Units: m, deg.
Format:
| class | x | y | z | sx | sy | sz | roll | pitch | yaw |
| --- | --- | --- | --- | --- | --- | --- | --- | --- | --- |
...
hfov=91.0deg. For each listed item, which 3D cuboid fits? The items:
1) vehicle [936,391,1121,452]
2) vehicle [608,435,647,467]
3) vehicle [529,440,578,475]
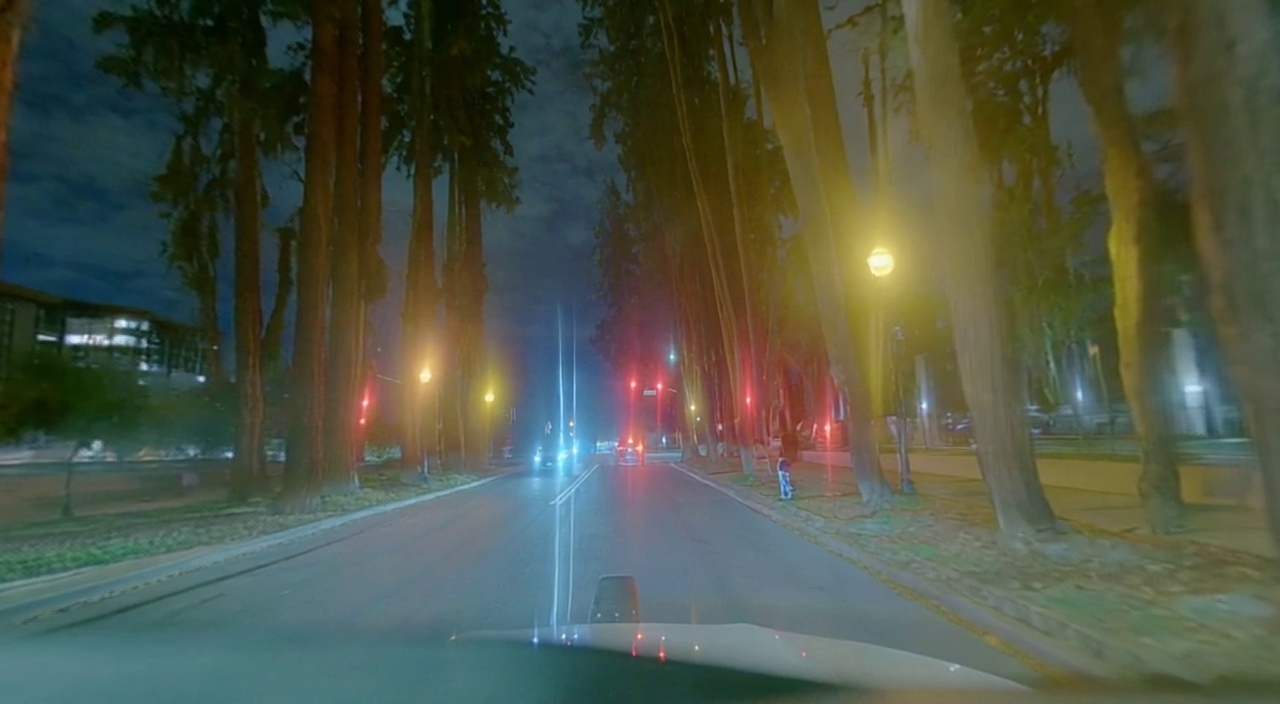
| class | x | y | z | sx | sy | sz | roll | pitch | yaw |
| --- | --- | --- | --- | --- | --- | --- | --- | --- | --- |
| vehicle | 11.999 | 2.184 | 19.727 | 4.349 | 1.462 | 1.982 | -5 | -7 | 6 |
| vehicle | -0.653 | 5.651 | 36.106 | 2.142 | 1.686 | 3.816 | -1 | -8 | 1 |
| vehicle | -4.071 | 4.982 | 30.027 | 1.973 | 1.512 | 3.524 | 0 | -8 | -2 |
